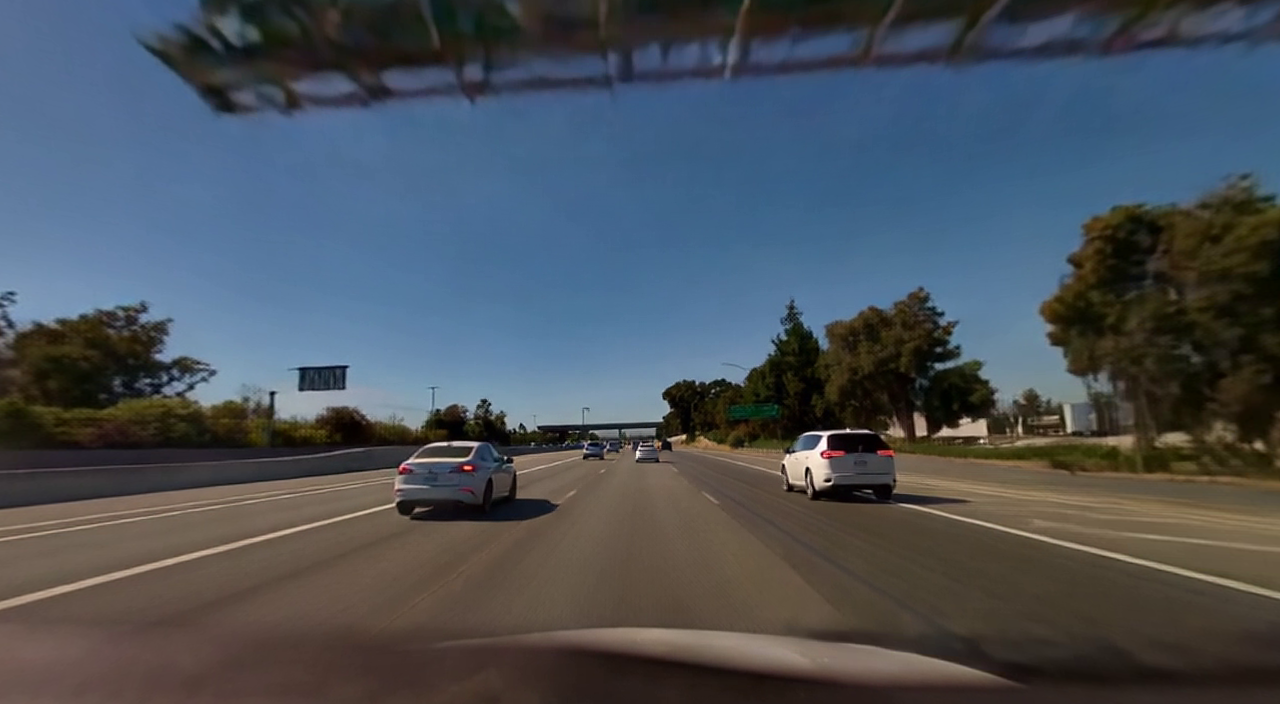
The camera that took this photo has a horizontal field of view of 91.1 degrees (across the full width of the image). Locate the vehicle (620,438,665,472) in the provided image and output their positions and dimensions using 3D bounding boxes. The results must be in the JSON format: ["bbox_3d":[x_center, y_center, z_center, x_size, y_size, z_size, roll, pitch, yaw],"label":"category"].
[{"bbox_3d":[0.143,5.044,31.097,2.049,1.542,3.816,0,-8,1],"label":"vehicle"}]

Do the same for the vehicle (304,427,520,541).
[{"bbox_3d":[-3.601,2.160,11.016,2.066,1.561,4.495,0,-8,1],"label":"vehicle"}]

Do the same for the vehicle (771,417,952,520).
[{"bbox_3d":[4.212,2.281,12.837,2.025,1.707,4.279,0,-8,-1],"label":"vehicle"}]

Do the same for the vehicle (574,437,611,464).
[{"bbox_3d":[-3.065,6.443,41.189,2.044,1.682,4.201,-1,-8,1],"label":"vehicle"}]
